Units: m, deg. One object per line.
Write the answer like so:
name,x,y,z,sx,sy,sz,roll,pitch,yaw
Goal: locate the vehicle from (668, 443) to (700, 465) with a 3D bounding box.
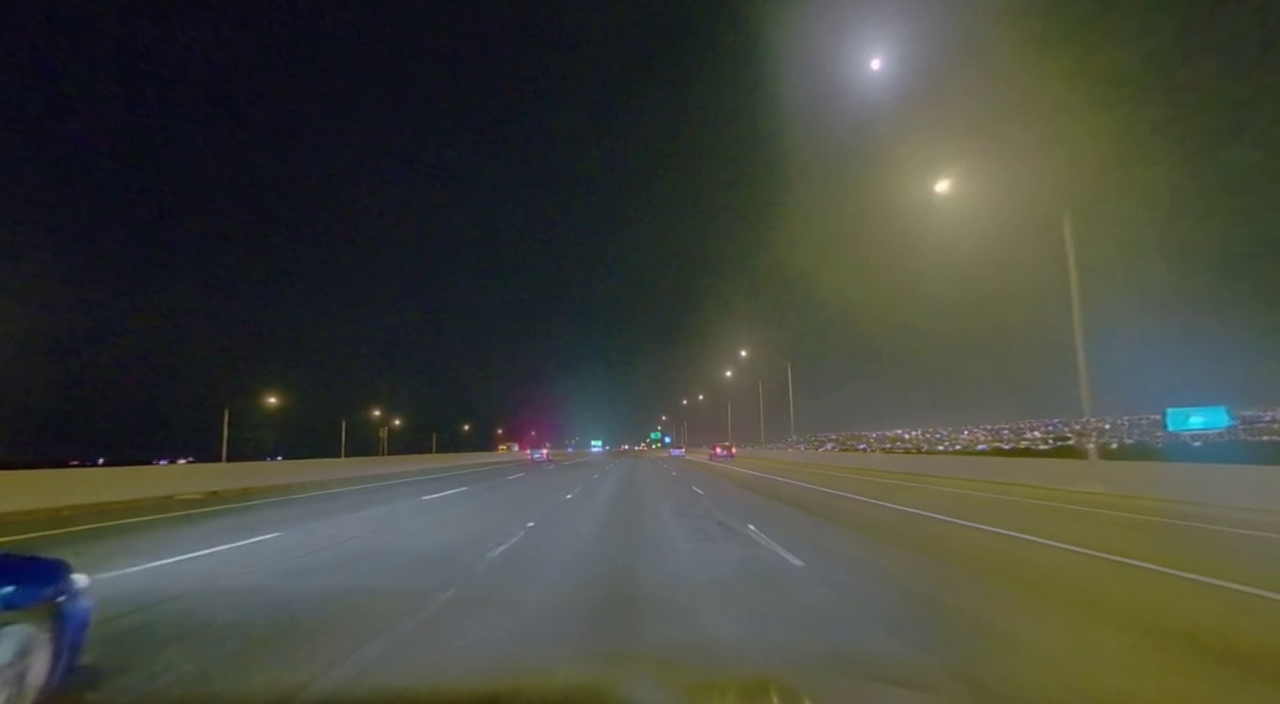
vehicle,3.133,7.375,45.928,2.000,1.533,3.770,0,-8,-1
